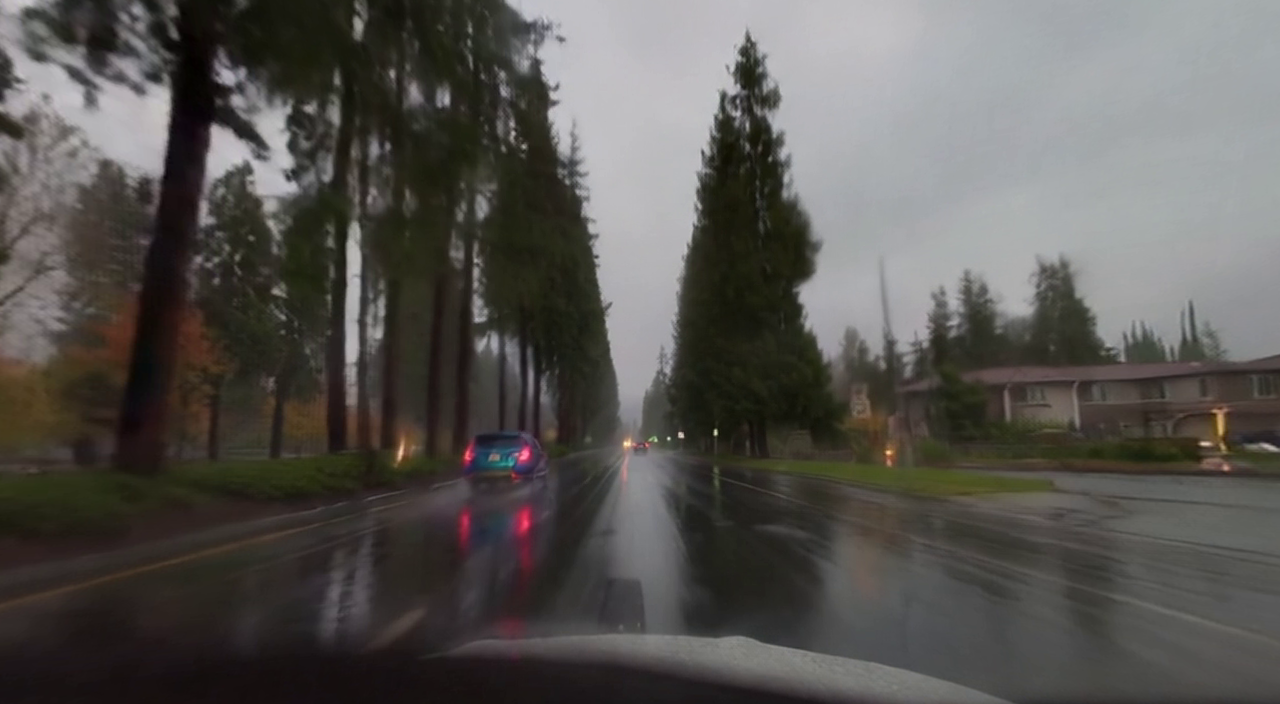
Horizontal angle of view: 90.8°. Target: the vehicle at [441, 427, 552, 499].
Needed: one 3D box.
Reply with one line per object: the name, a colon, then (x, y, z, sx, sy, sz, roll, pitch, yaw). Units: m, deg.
vehicle: (-3.794, 3.017, 17.539, 2.078, 1.748, 4.279, 0, -8, 0)
